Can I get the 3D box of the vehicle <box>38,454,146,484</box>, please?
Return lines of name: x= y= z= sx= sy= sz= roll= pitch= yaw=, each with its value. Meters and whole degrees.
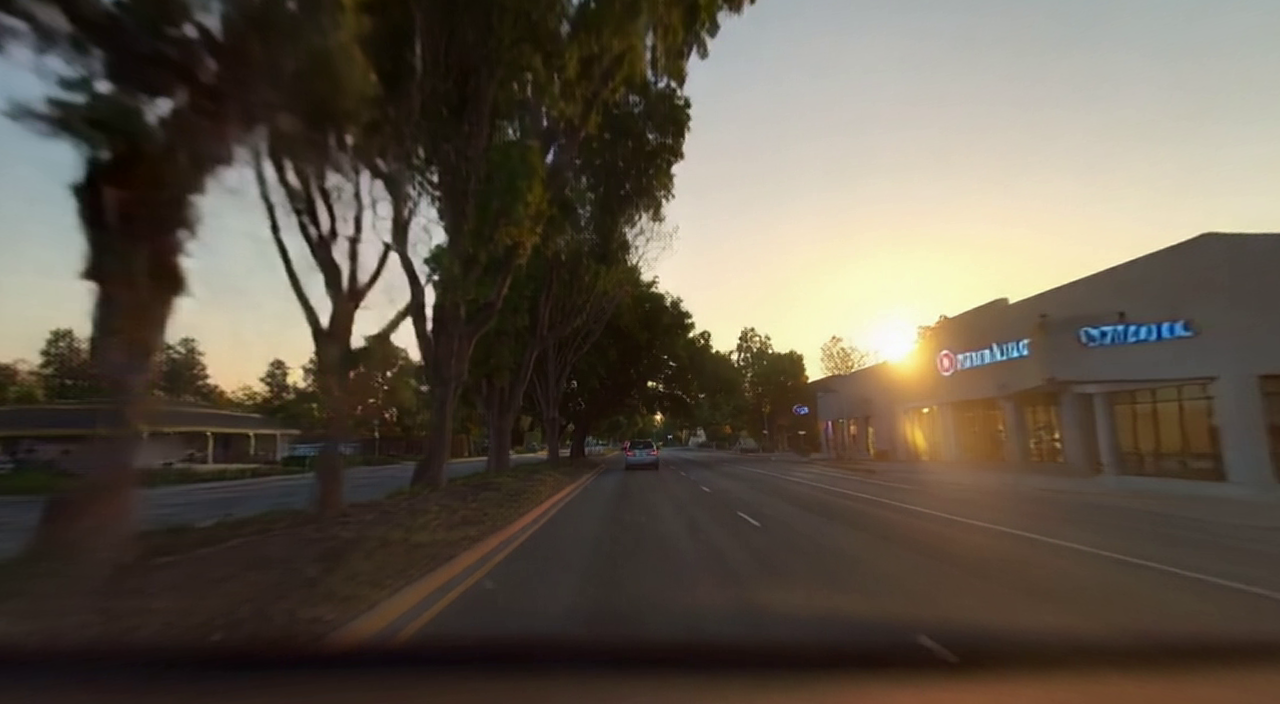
vehicle: x=-31.099 y=6.632 z=35.948 sx=1.873 sy=1.513 sz=5.019 roll=-3 pitch=-9 yaw=-3

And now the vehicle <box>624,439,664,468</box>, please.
vehicle: x=0.166 y=5.428 z=33.733 sx=1.998 sy=1.452 sz=3.773 roll=0 pitch=-8 yaw=-1
